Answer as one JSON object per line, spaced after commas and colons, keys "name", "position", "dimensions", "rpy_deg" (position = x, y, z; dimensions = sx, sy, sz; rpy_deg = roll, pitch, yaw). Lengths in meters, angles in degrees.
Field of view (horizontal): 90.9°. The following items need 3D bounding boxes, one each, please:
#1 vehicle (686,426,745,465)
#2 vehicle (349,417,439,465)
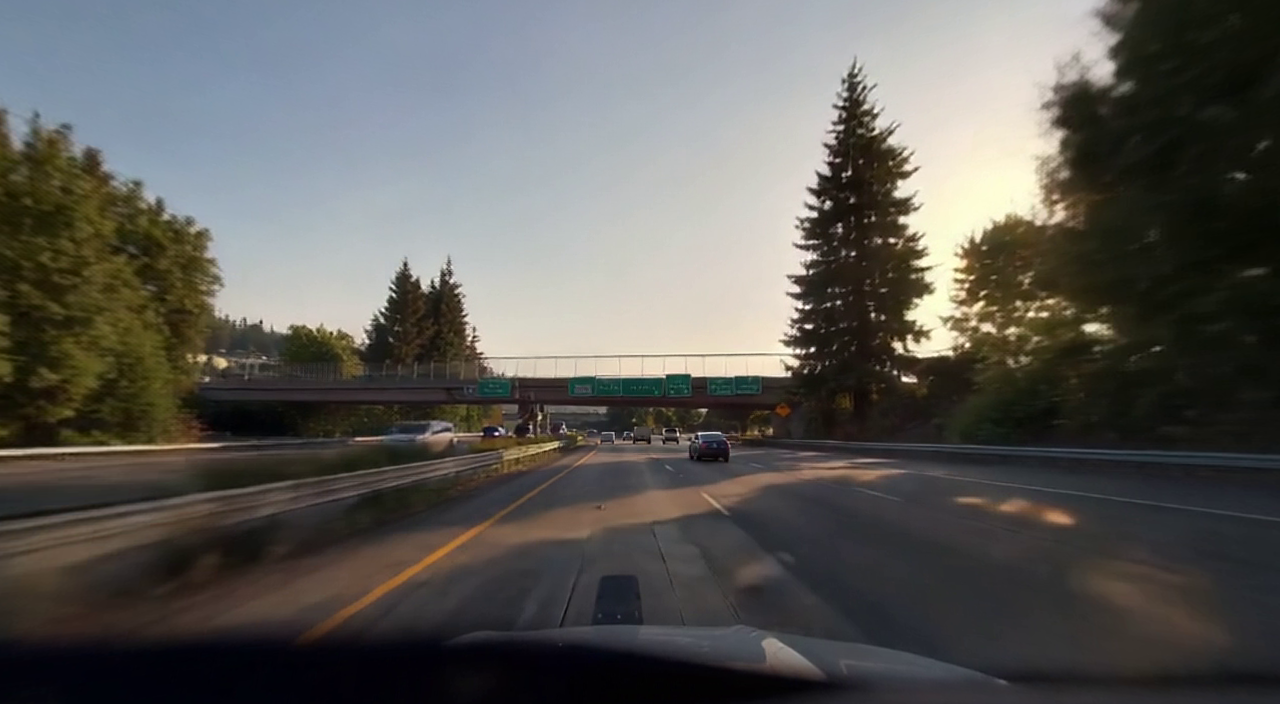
{"name": "vehicle", "position": [3.219, 4.065, 27.607], "dimensions": [1.938, 1.578, 3.764], "rpy_deg": [0, -7, -3]}
{"name": "vehicle", "position": [-9.738, 3.566, 25.356], "dimensions": [1.987, 1.748, 4.328], "rpy_deg": [0, -7, -2]}
